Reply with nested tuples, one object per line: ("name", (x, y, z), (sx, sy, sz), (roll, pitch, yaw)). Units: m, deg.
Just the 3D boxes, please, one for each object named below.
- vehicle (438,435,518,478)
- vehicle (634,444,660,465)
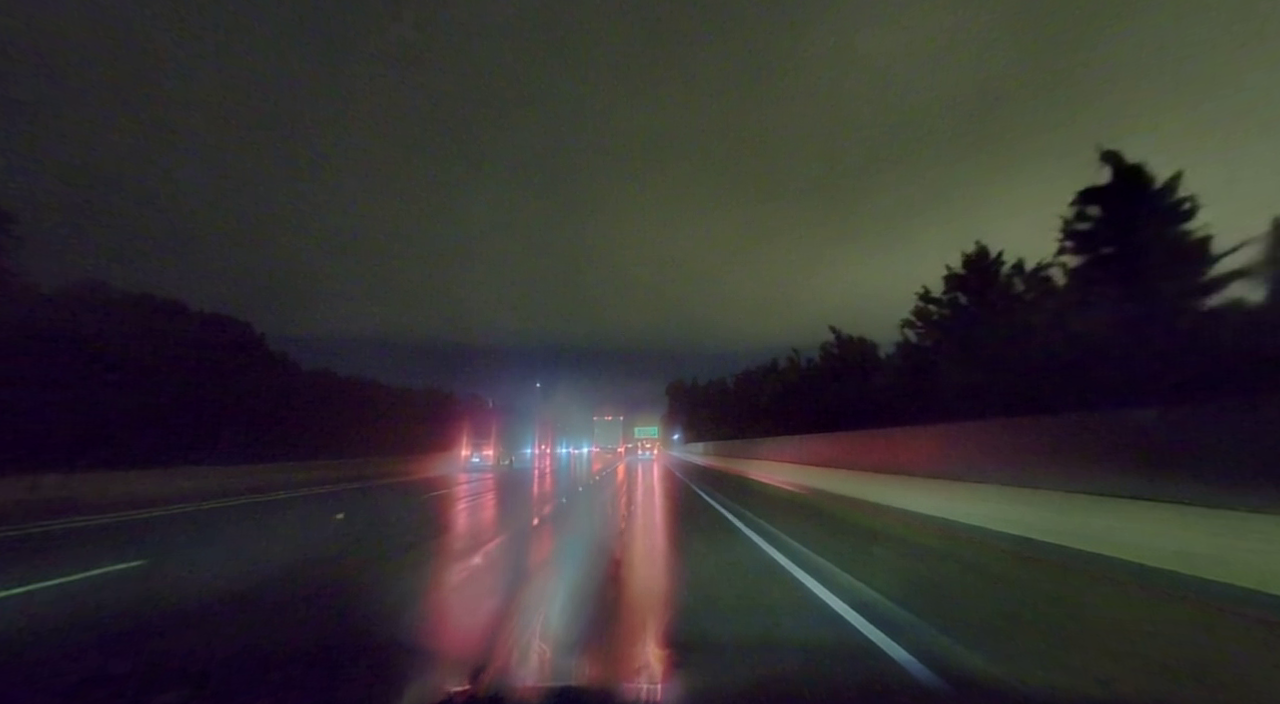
("vehicle", (-7.255, 4.737, 28.879), (2.115, 1.778, 5.572), (0, -8, 1))
("vehicle", (0.534, 7.734, 47.725), (1.931, 1.528, 4.126), (0, -8, 1))
